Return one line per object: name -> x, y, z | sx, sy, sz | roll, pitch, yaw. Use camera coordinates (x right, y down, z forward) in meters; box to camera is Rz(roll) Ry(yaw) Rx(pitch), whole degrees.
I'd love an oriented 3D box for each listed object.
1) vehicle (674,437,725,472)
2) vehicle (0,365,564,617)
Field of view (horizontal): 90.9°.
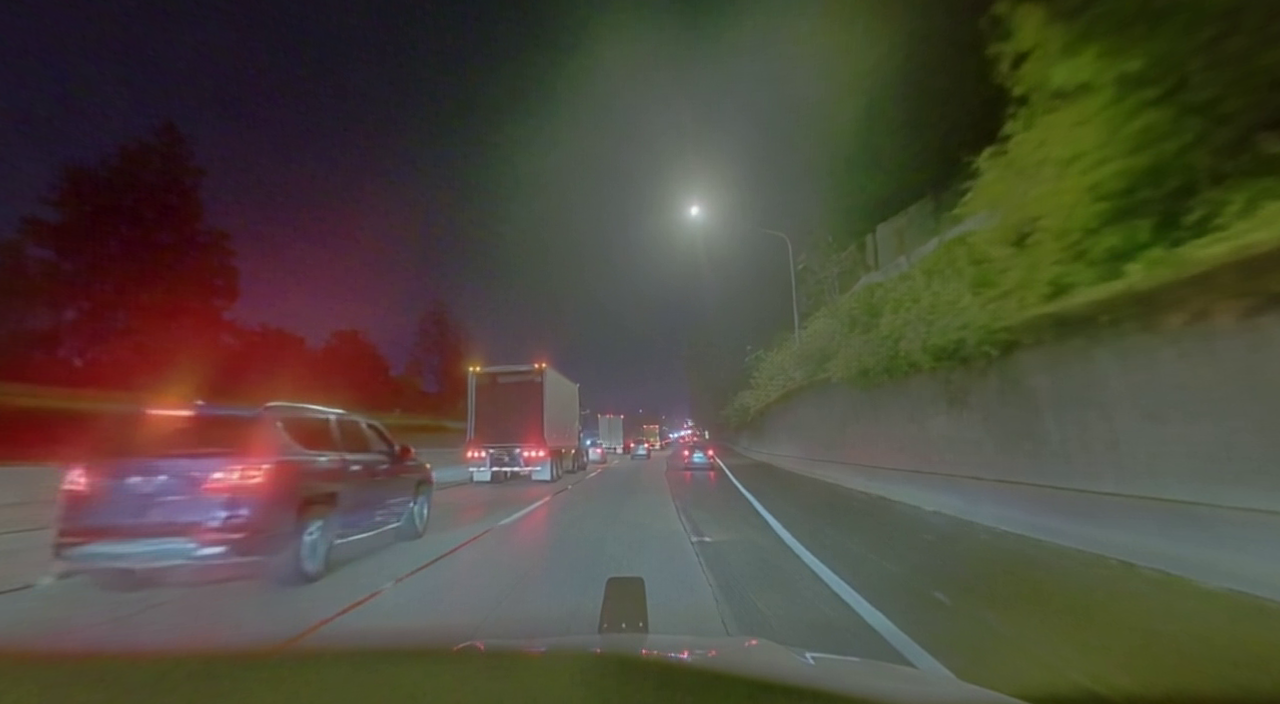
vehicle -> 2.686, 4.710, 29.259 | 2.176, 1.493, 3.955 | -1, -8, 3
vehicle -> -3.931, 2.173, 12.466 | 3.050, 1.964, 15.030 | 0, -8, 0
